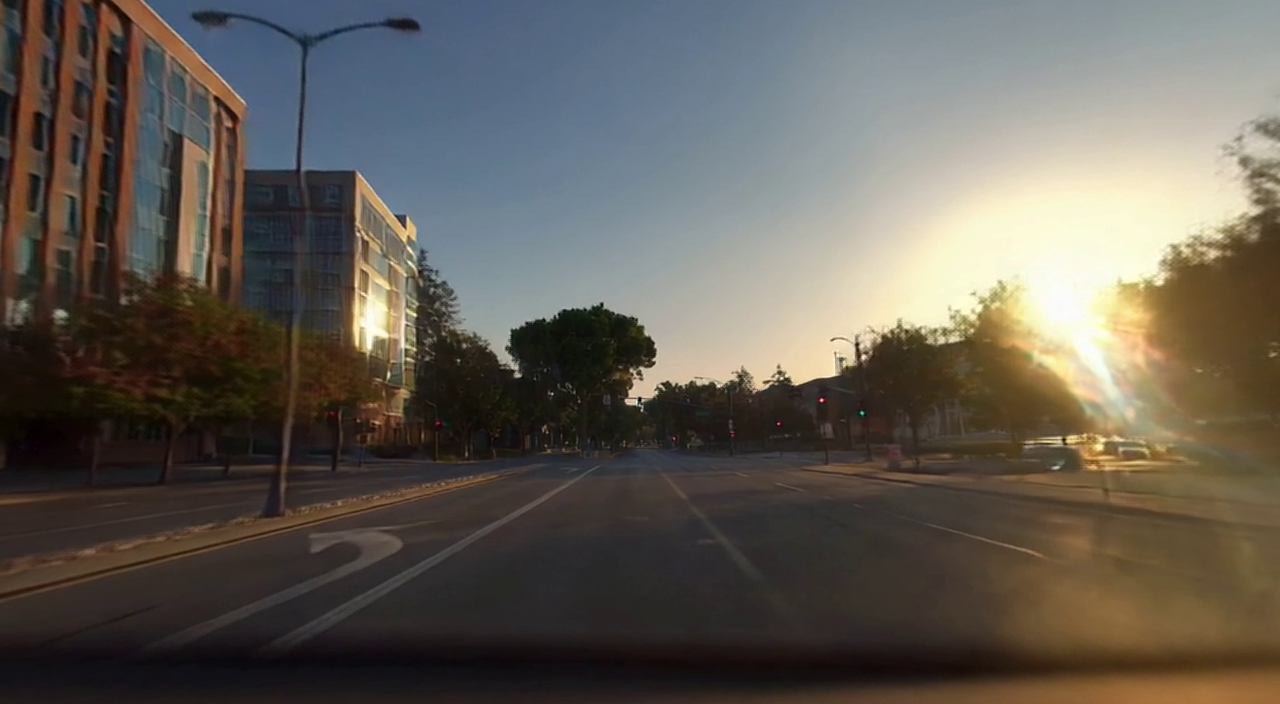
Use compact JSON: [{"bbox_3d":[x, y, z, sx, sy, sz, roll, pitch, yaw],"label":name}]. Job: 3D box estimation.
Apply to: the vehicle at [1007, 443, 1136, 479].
[{"bbox_3d":[19.258,4.832,28.344,1.828,1.483,4.376,8,-12,-44],"label":"vehicle"}]
